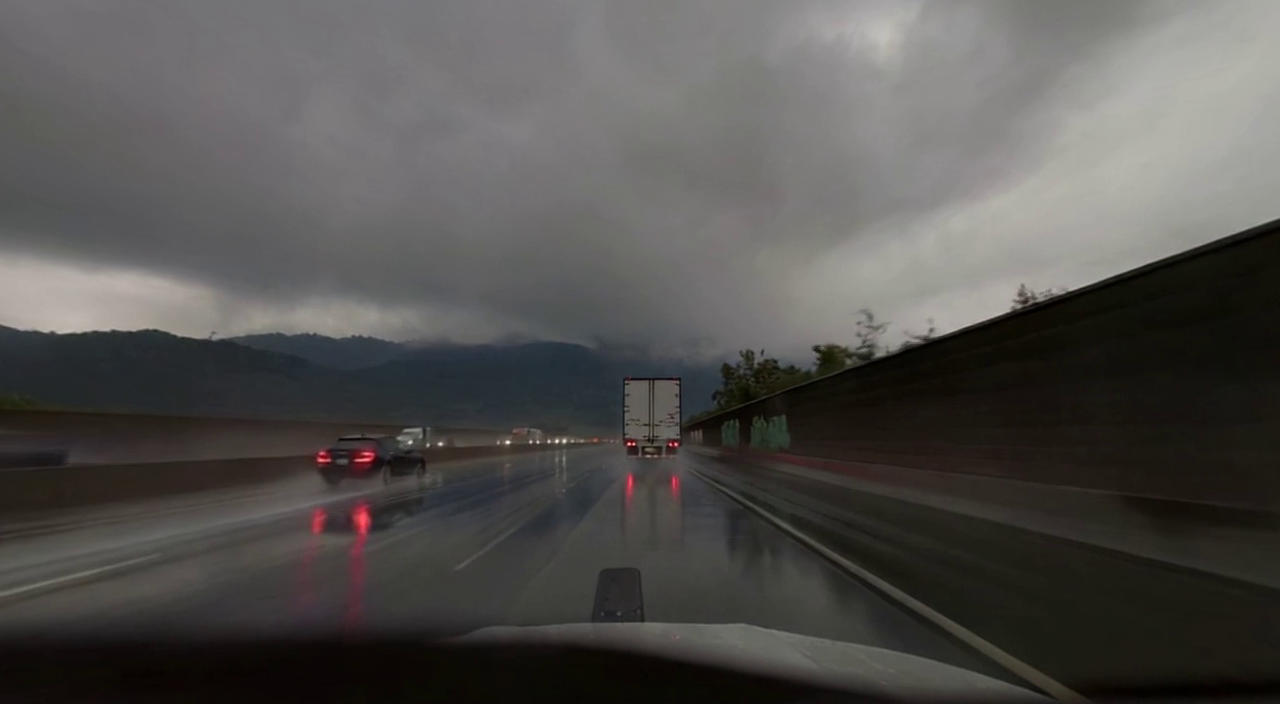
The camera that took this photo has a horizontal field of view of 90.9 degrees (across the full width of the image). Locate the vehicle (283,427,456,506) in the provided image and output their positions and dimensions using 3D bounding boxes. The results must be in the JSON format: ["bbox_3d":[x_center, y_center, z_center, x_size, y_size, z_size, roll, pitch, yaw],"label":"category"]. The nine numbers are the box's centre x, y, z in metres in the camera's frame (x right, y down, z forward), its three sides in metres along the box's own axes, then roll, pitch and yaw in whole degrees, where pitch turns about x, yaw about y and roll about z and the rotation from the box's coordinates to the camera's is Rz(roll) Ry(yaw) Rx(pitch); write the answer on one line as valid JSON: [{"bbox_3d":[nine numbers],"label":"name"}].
[{"bbox_3d":[-6.018,2.579,14.760,1.982,1.535,4.519,0,-8,1],"label":"vehicle"}]

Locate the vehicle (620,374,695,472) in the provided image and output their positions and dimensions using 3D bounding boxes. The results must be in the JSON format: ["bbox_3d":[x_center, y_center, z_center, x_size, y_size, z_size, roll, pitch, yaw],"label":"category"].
[{"bbox_3d":[0.559,3.486,29.947,2.921,3.765,10.773,0,-8,-1],"label":"vehicle"}]
